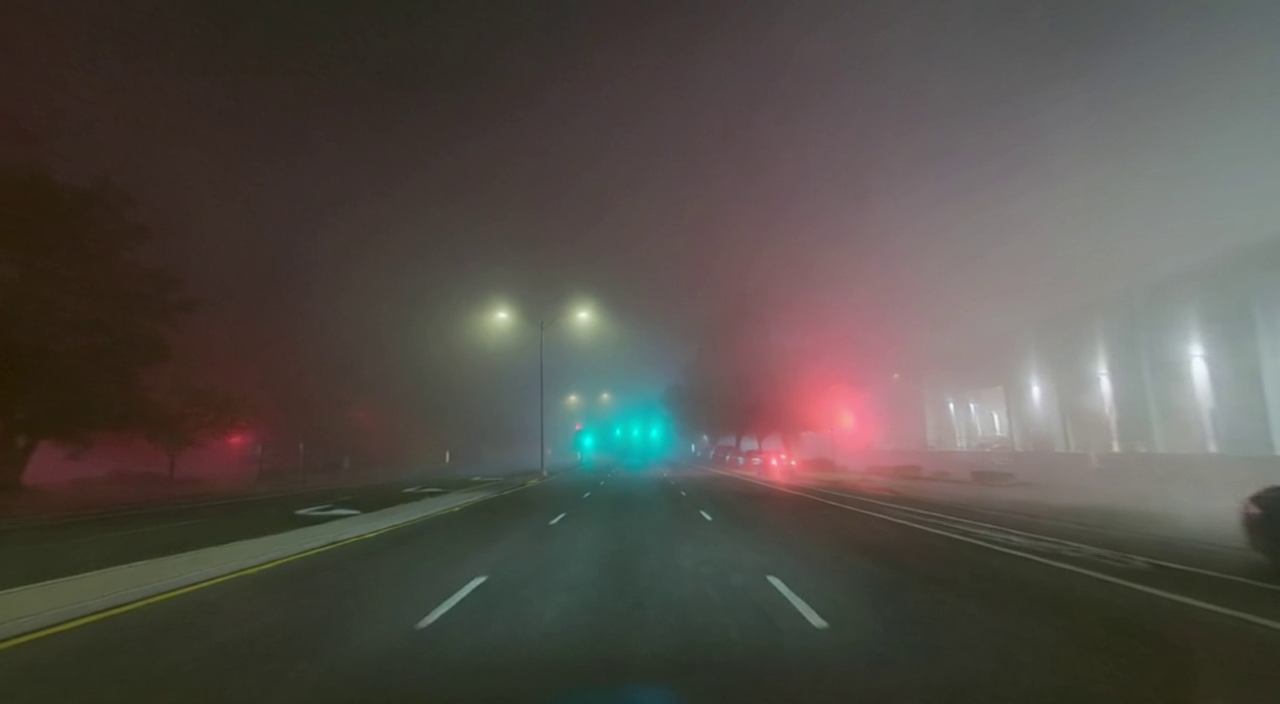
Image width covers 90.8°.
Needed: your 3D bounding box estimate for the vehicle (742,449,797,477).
[{"bbox_3d":[7.447,6.425,36.792,2.066,1.451,4.783,0,-8,-2],"label":"vehicle"}]
